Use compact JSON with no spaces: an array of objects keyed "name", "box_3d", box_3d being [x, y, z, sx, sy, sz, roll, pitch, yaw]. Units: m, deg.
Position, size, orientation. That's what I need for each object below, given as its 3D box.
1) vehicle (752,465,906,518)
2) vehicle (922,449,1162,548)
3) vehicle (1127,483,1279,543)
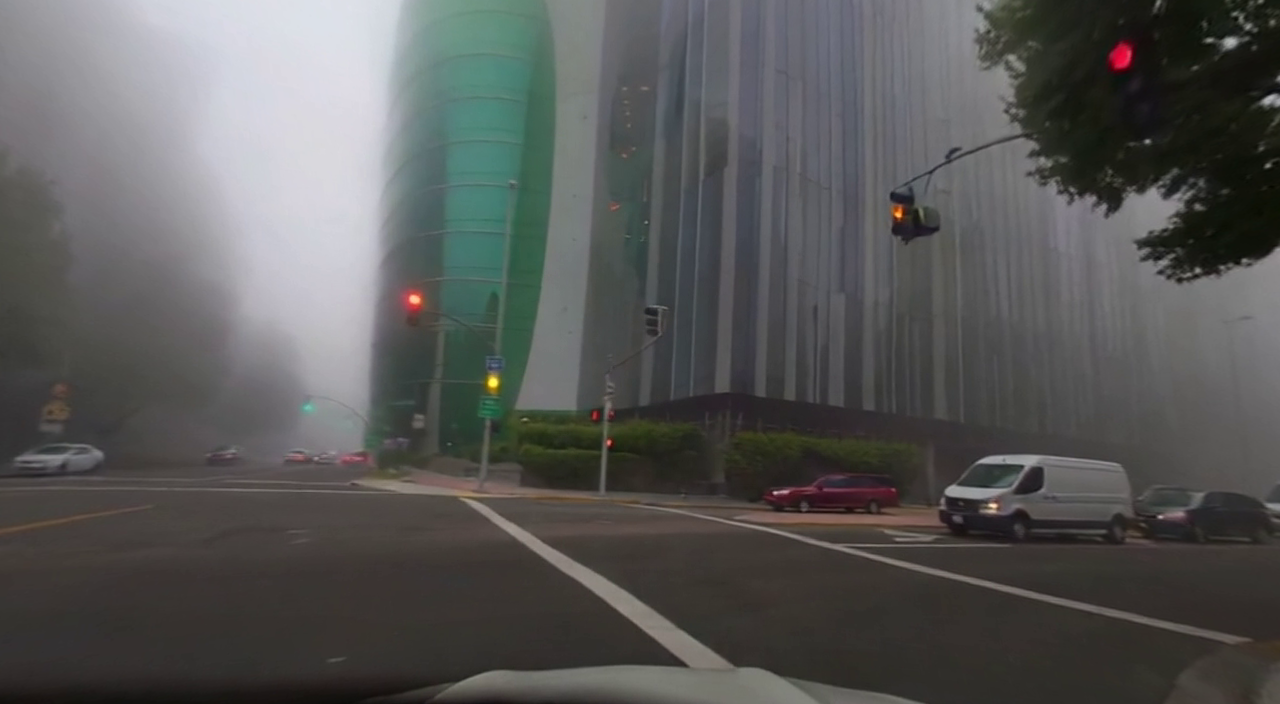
[{"name":"vehicle","box_3d":[5.969,4.373,19.962,4.470,1.472,1.868,5,-10,-22]},{"name":"vehicle","box_3d":[9.644,3.432,15.130,5.252,2.013,2.104,5,-12,-24]},{"name":"vehicle","box_3d":[16.650,4.560,18.214,4.632,1.495,1.853,5,-12,-23]}]
